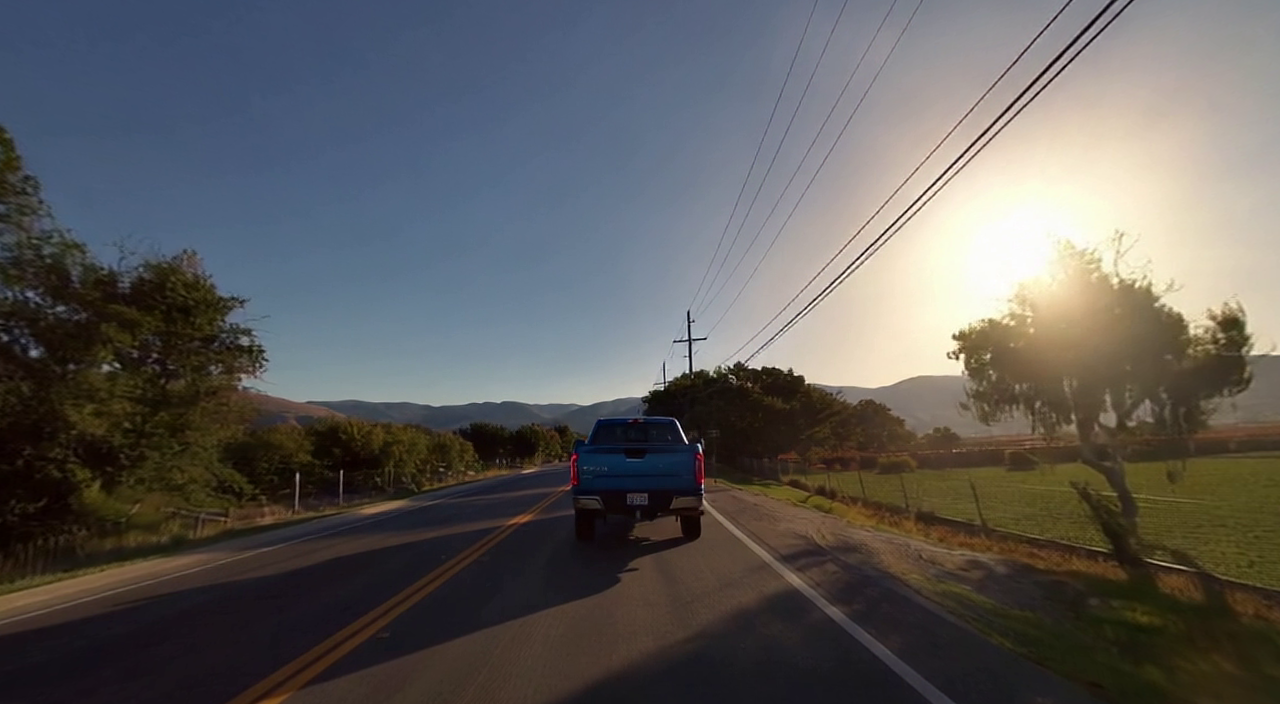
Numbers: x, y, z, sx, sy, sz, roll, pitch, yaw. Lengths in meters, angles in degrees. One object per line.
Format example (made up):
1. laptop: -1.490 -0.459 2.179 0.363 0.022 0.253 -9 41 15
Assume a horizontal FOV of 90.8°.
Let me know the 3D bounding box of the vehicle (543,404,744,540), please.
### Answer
1. vehicle: -0.033 2.102 11.773 2.774 1.861 5.885 0 -8 -2
